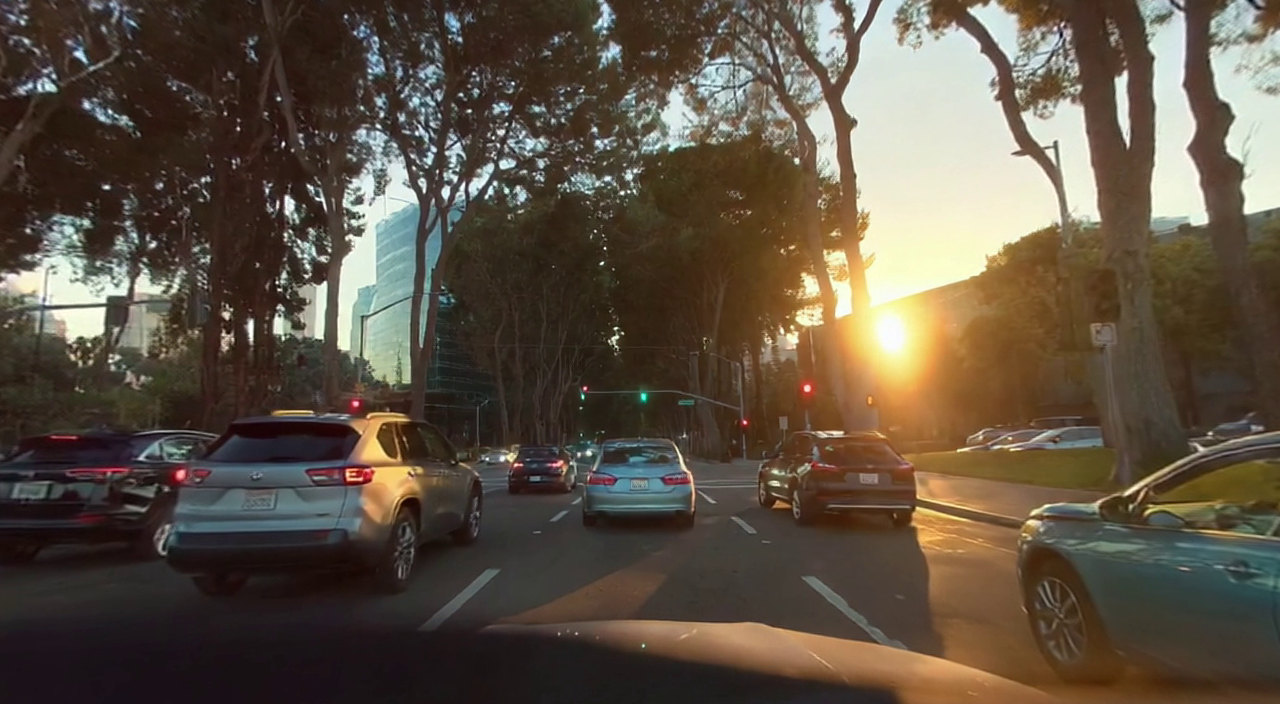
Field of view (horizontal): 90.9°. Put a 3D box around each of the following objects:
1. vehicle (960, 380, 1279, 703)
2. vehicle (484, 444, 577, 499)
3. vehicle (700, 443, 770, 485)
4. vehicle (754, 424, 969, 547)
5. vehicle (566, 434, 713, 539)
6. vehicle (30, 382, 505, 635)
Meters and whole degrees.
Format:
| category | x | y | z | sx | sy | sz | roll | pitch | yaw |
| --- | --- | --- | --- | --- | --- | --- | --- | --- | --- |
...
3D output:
| category | x | y | z | sx | sy | sz | roll | pitch | yaw |
| --- | --- | --- | --- | --- | --- | --- | --- | --- | --- |
| vehicle | 3.302 | 0.941 | 2.597 | 1.899 | 1.588 | 3.888 | 0 | -9 | 0 |
| vehicle | -3.097 | 3.459 | 18.729 | 1.975 | 1.420 | 4.196 | 0 | -8 | 1 |
| vehicle | 3.715 | 4.452 | 25.298 | 2.137 | 1.515 | 3.841 | 0 | -8 | -1 |
| vehicle | 3.426 | 2.156 | 10.847 | 2.040 | 1.647 | 4.379 | 0 | -8 | -1 |
| vehicle | -0.008 | 2.272 | 11.265 | 2.147 | 1.507 | 3.953 | 0 | -8 | 0 |
| vehicle | -3.107 | 1.435 | 6.779 | 2.168 | 1.750 | 4.625 | -1 | -8 | 2 |
